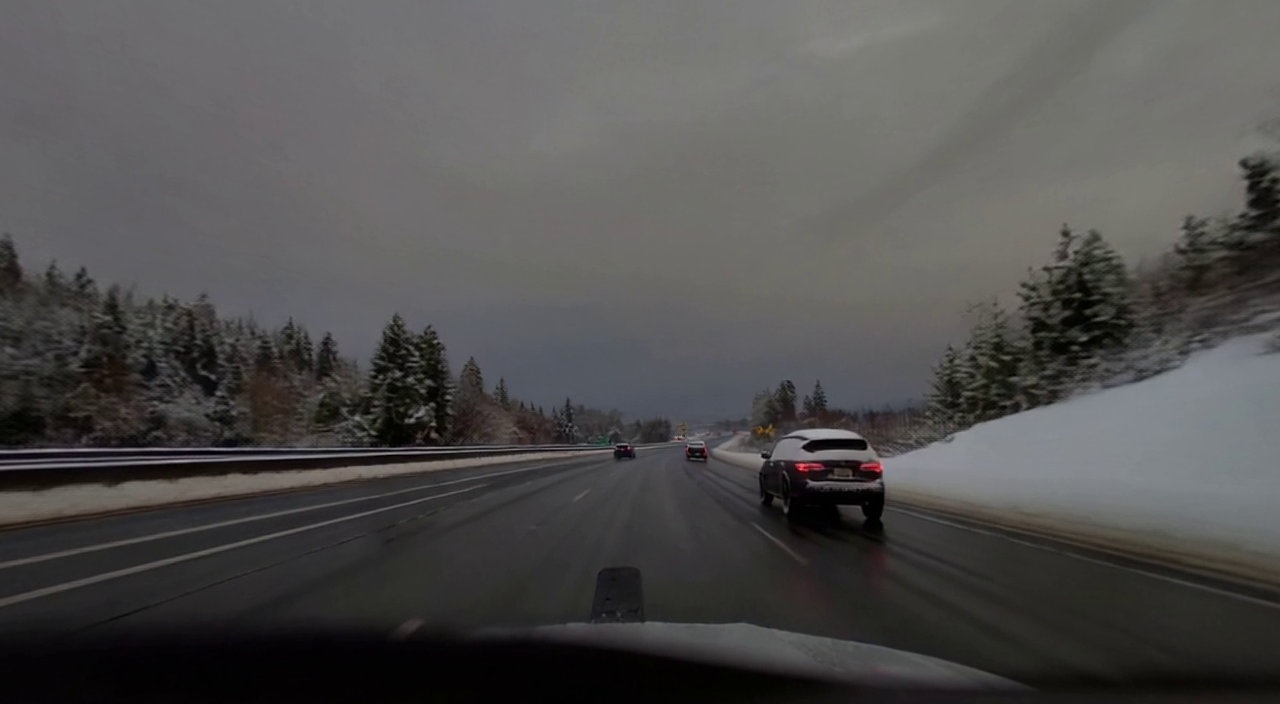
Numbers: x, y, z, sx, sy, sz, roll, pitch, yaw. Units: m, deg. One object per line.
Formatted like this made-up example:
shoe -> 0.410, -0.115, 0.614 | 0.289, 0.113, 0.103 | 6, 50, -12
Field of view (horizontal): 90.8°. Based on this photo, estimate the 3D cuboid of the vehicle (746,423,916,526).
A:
vehicle -> 3.643, 2.432, 13.053 | 2.075, 1.743, 4.410 | 0, -9, -1
